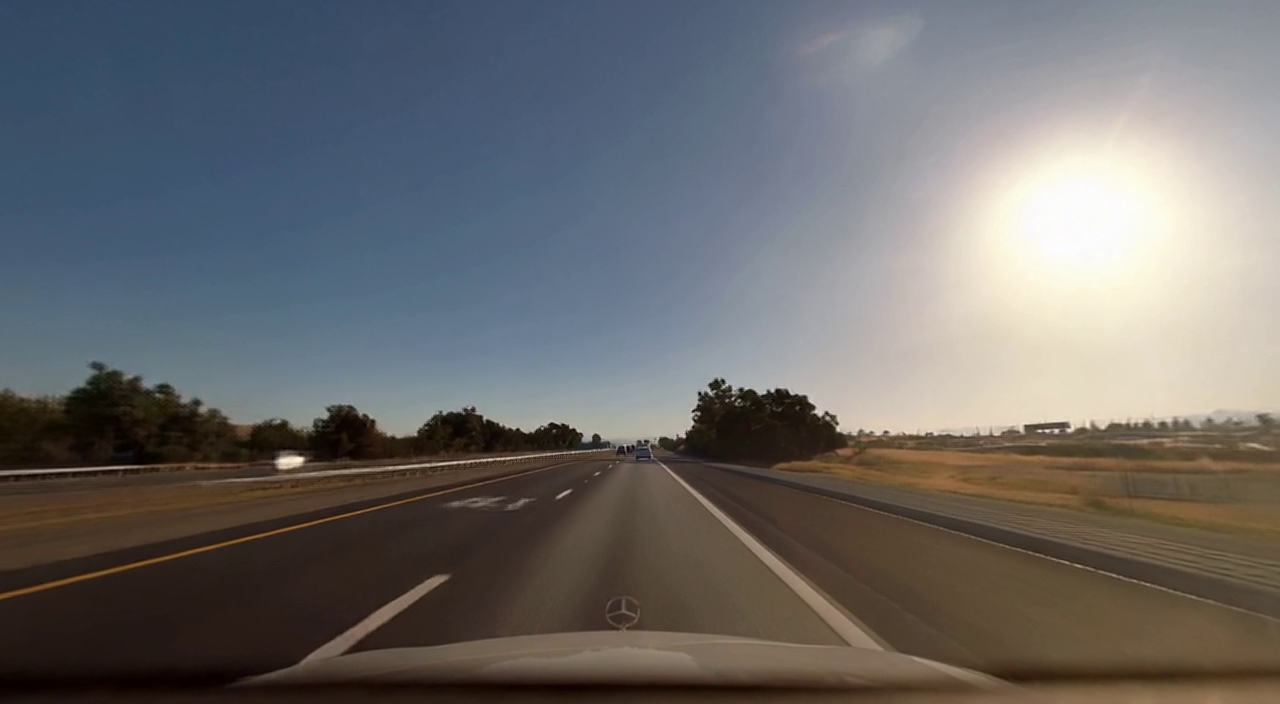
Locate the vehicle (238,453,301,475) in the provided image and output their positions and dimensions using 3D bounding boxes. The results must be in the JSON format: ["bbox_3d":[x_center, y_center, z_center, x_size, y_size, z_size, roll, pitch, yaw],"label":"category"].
[{"bbox_3d":[-28.410,8.583,48.482,1.872,1.504,4.636,-1,-9,3],"label":"vehicle"}]
